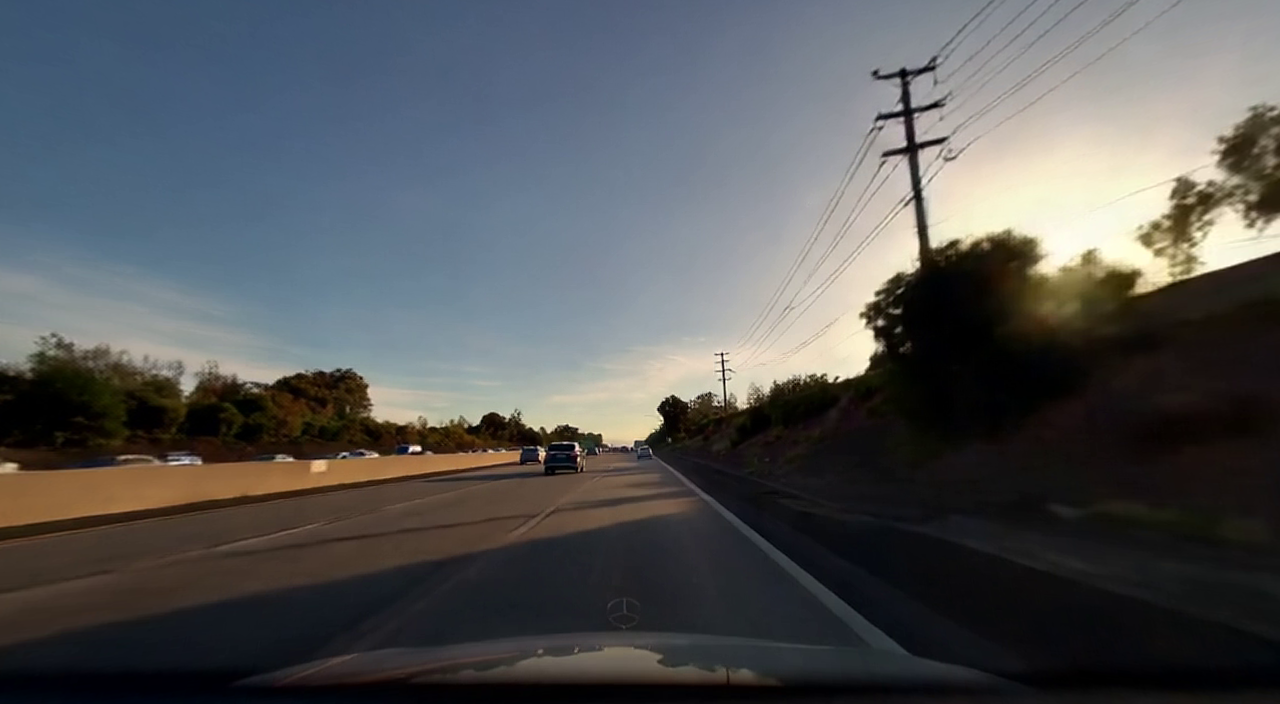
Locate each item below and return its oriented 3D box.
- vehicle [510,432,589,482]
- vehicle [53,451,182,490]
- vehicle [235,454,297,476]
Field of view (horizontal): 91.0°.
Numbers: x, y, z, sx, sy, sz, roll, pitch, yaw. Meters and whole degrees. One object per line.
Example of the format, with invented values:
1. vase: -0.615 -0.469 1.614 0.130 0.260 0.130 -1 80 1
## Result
1. vehicle: -3.774 4.542 27.471 2.577 1.939 5.408 0 -9 1
2. vehicle: -24.590 5.553 29.923 1.969 1.643 4.768 0 -9 1
3. vehicle: -28.387 8.570 47.981 1.901 1.511 4.551 0 -9 1
